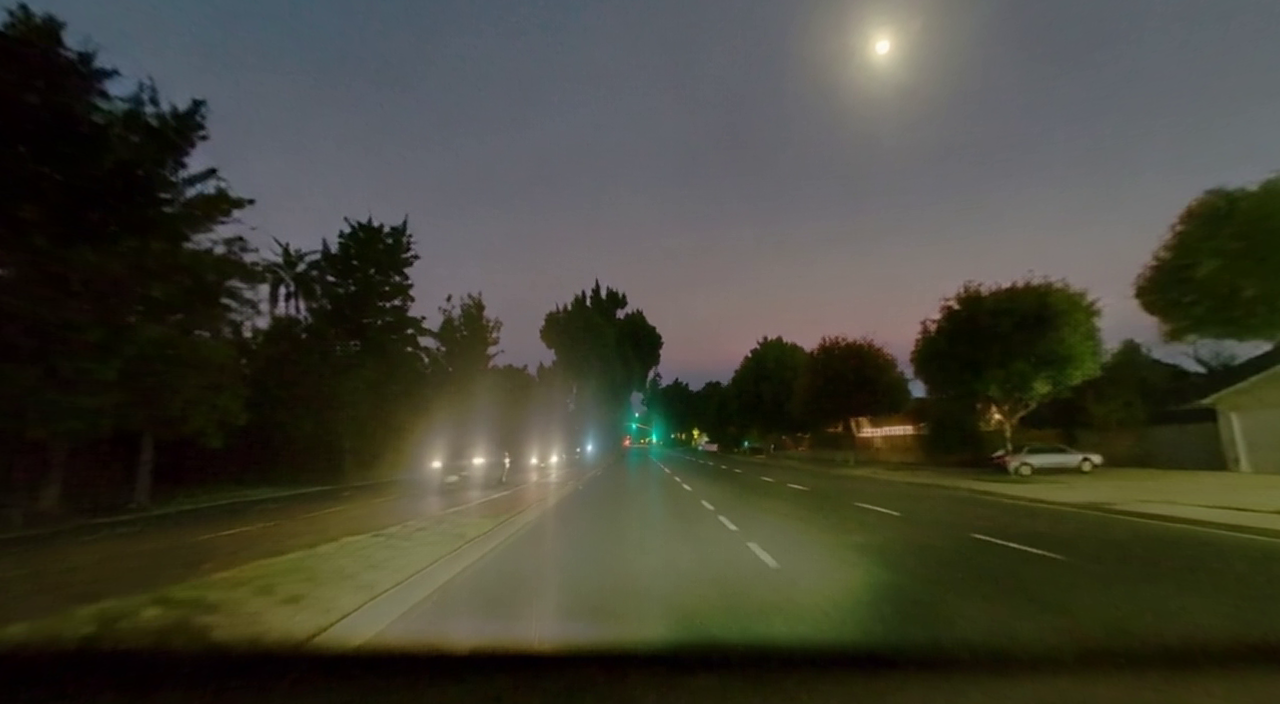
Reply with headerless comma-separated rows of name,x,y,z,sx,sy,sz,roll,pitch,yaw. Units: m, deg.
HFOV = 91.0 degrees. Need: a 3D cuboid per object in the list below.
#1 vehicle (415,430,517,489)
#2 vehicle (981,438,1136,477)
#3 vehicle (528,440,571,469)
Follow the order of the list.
vehicle,-5.989,3.754,22.324,2.071,1.823,4.799,-1,-8,2
vehicle,15.541,3.928,23.544,4.500,1.390,1.864,0,-8,-2
vehicle,-5.313,6.042,37.329,1.935,1.521,4.314,-1,-8,0
